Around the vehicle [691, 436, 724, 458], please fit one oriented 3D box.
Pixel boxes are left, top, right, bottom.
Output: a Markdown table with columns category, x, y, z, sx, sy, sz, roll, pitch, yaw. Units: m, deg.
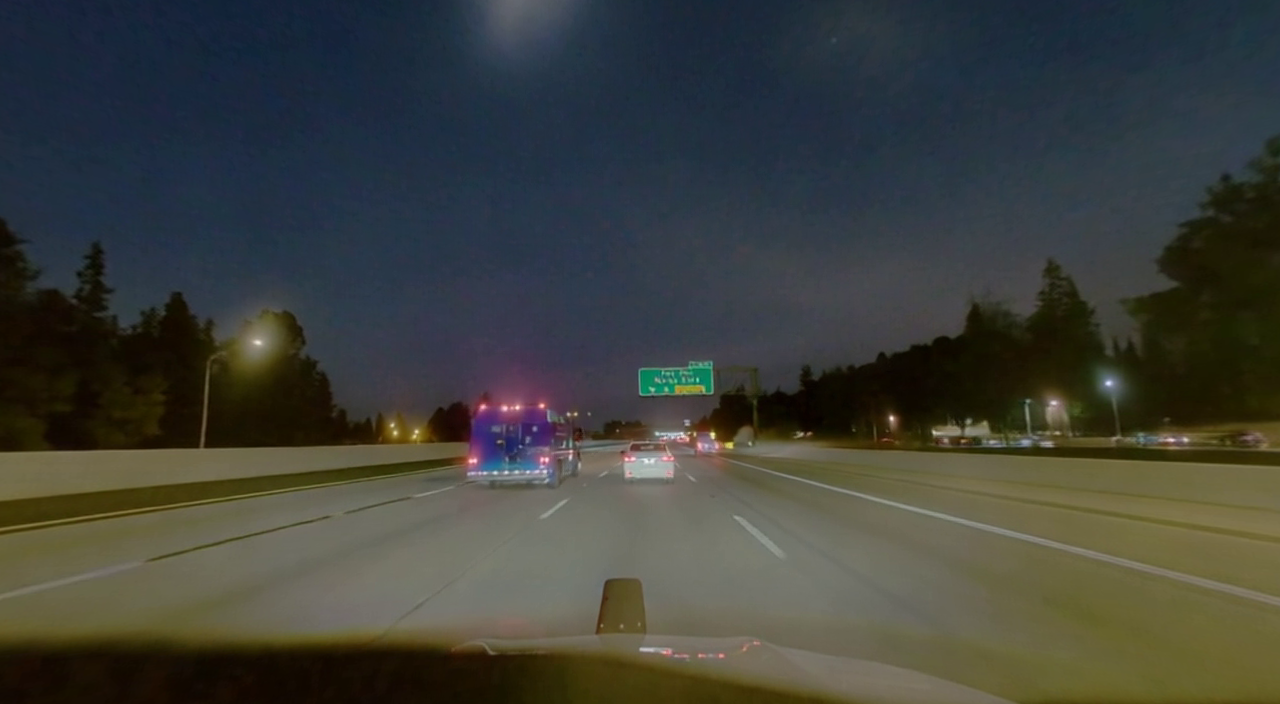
| category | x | y | z | sx | sy | sz | roll | pitch | yaw |
| --- | --- | --- | --- | --- | --- | --- | --- | --- | --- |
| vehicle | 5.242 | 7.408 | 49.148 | 2.079 | 1.656 | 4.506 | 0 | -8 | 0 |

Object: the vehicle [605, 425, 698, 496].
| category | x | y | z | sx | sy | sz | roll | pitch | yaw |
| --- | --- | --- | --- | --- | --- | --- | --- | --- | --- |
| vehicle | 0.290 | 2.871 | 16.953 | 2.165 | 1.653 | 4.456 | 0 | -8 | 1 |

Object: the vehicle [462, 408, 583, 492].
| category | x | y | z | sx | sy | sz | roll | pitch | yaw |
| --- | --- | --- | --- | --- | --- | --- | --- | --- | --- |
| vehicle | -3.249 | 2.910 | 18.898 | 2.526 | 2.146 | 5.594 | 0 | -8 | 0 |
